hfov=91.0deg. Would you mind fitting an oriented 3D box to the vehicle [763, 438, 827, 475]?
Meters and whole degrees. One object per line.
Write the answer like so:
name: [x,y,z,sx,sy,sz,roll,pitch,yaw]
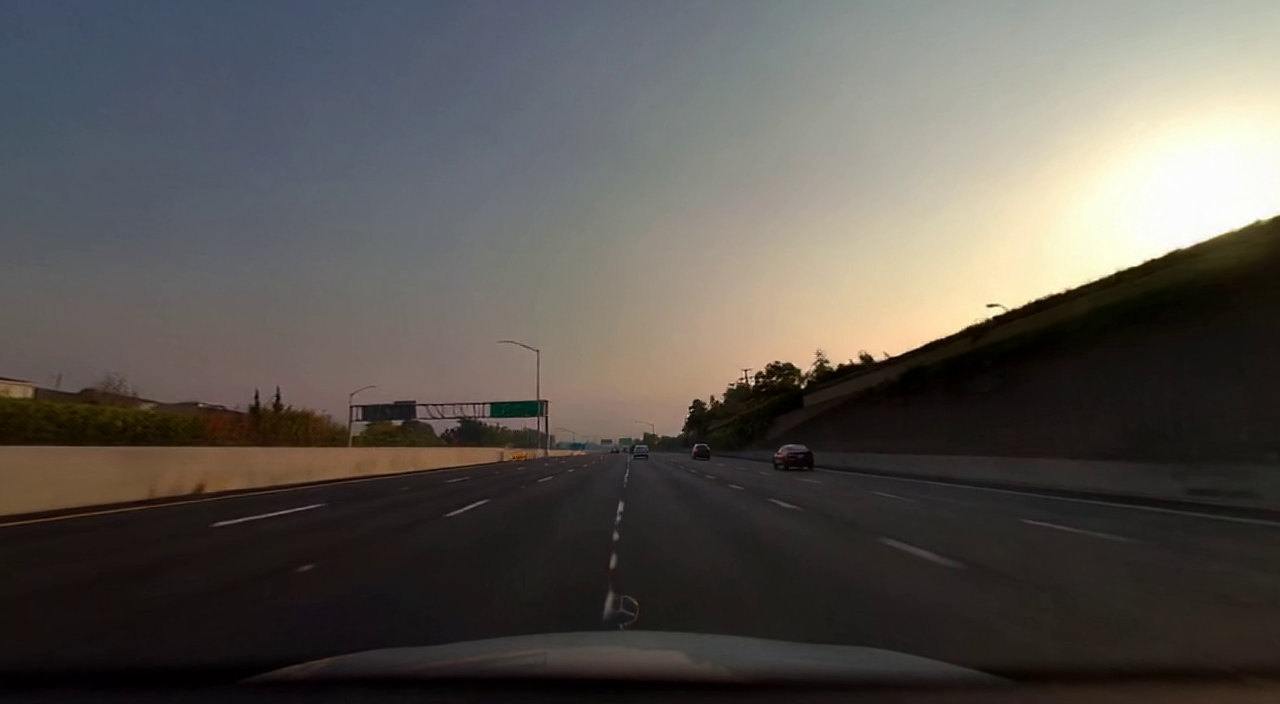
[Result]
vehicle: [7.983,5.433,32.875,2.167,1.781,4.340,0,-9,-1]
